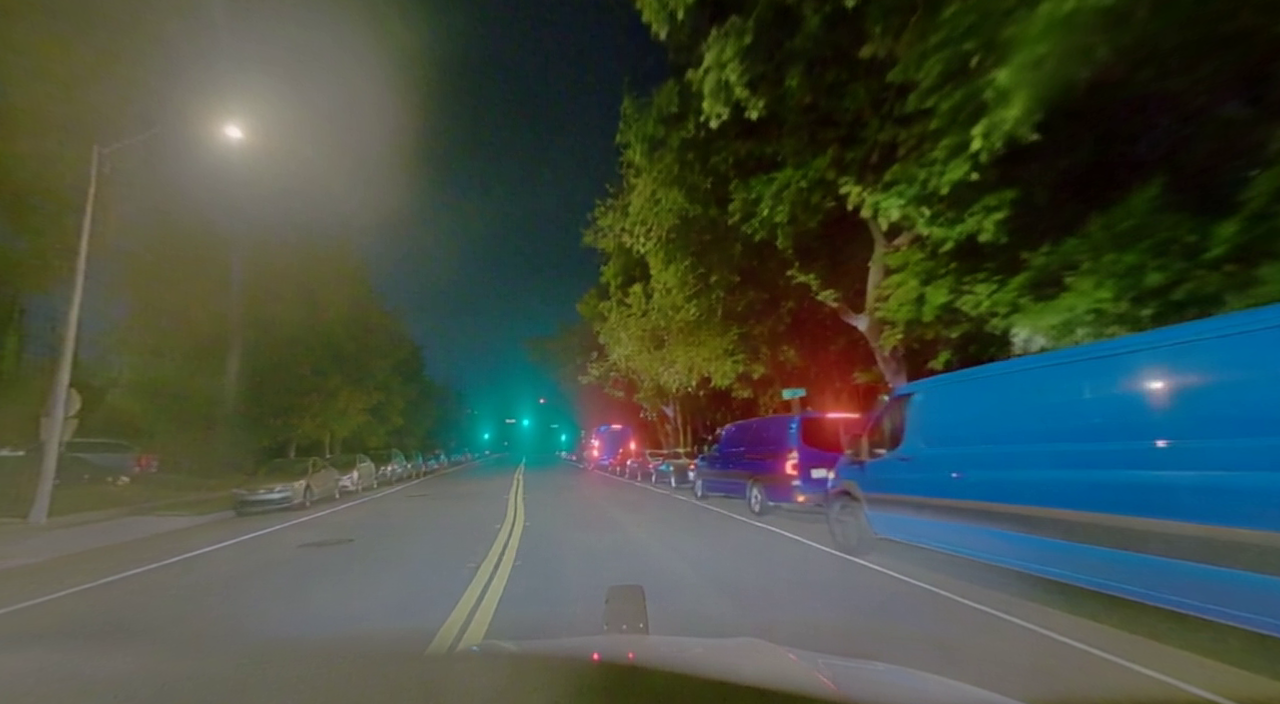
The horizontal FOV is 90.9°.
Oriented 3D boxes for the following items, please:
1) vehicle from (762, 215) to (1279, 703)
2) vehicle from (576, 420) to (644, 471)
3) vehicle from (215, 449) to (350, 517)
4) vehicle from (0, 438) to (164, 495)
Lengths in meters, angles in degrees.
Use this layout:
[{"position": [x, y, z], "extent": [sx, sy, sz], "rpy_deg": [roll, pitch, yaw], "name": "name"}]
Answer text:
[{"position": [4.016, 0.766, 4.457], "extent": [3.041, 2.164, 10.370], "rpy_deg": [-1, -9, -7], "name": "vehicle"}, {"position": [-2.054, 5.851, 39.553], "extent": [3.089, 2.882, 6.770], "rpy_deg": [1, -9, -13], "name": "vehicle"}, {"position": [-9.384, 3.402, 16.973], "extent": [1.950, 1.489, 4.214], "rpy_deg": [0, -8, -12], "name": "vehicle"}, {"position": [-18.782, 3.735, 20.758], "extent": [4.422, 1.689, 2.021], "rpy_deg": [0, -9, -7], "name": "vehicle"}]
